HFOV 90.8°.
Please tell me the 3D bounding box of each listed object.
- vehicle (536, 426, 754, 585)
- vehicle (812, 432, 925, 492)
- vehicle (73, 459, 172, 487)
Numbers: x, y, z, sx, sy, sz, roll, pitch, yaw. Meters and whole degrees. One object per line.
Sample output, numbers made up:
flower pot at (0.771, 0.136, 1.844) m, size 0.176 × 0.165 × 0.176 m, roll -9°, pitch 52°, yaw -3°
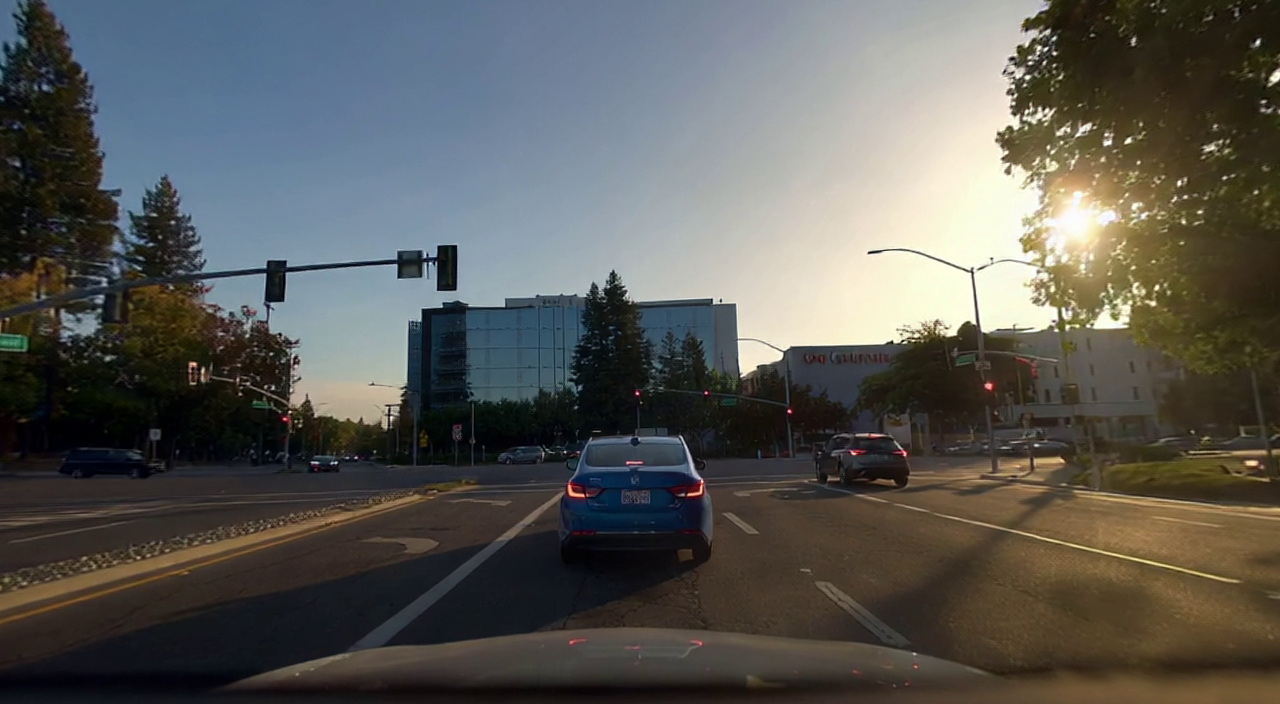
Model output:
vehicle at (-0.012, 1.772, 8.173) m, size 2.070 × 1.488 × 4.206 m, roll 0°, pitch -8°, yaw -2°
vehicle at (7.054, 3.438, 20.067) m, size 2.039 × 1.692 × 4.319 m, roll 0°, pitch -8°, yaw 1°
vehicle at (-32.396, 7.556, 39.656) m, size 4.401 × 1.625 × 1.863 m, roll 0°, pitch -8°, yaw -4°
